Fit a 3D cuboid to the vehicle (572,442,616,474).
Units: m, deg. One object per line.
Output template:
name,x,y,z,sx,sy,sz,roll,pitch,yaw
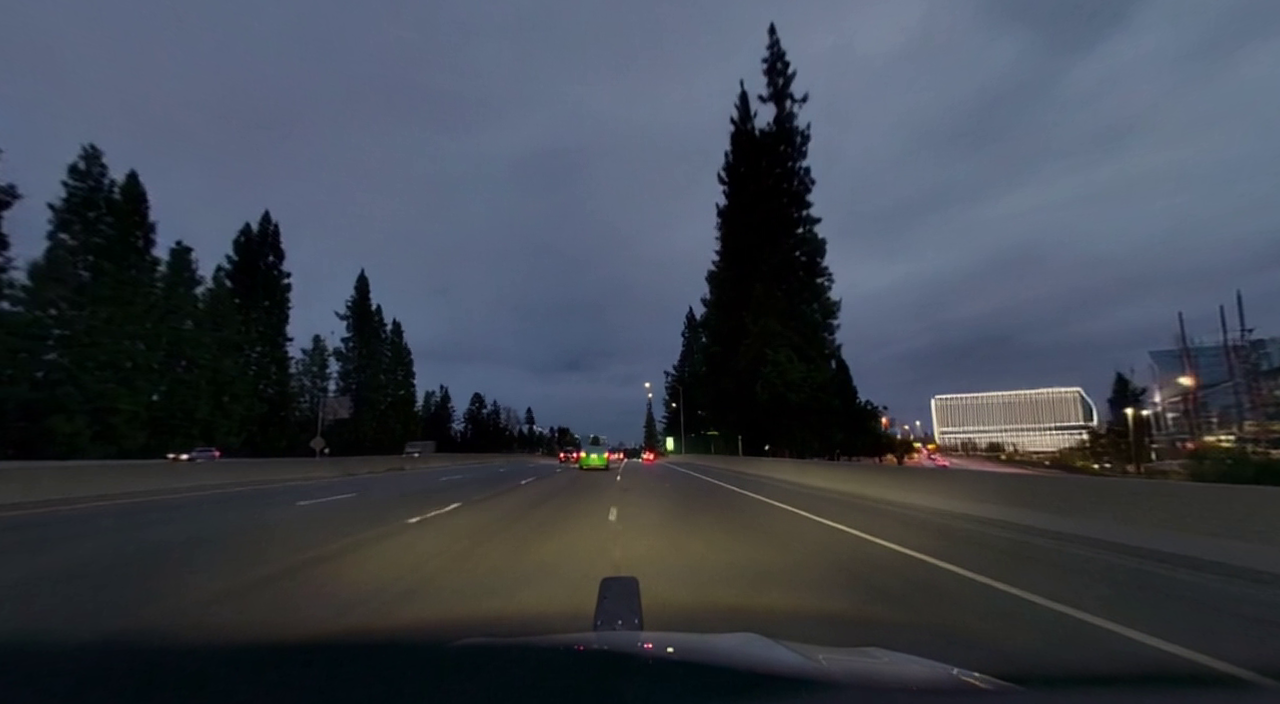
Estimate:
vehicle,-2.740,6.457,38.667,2.302,1.810,4.707,0,-9,0
